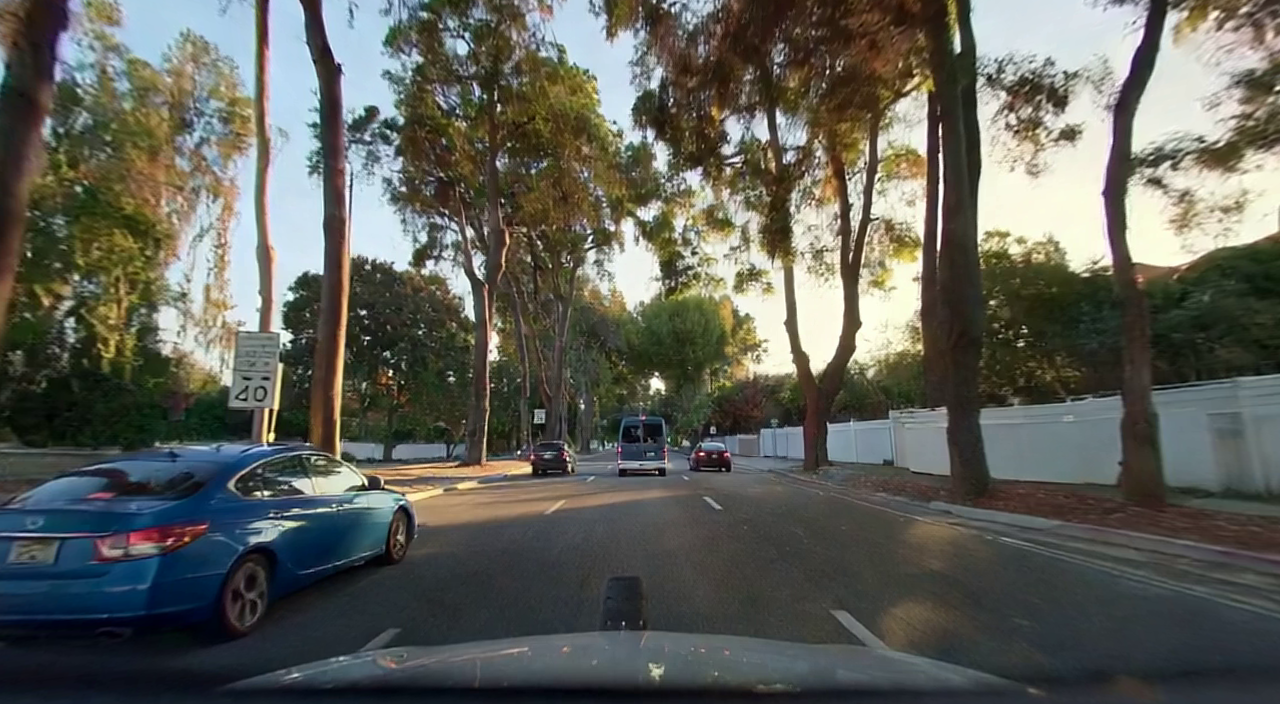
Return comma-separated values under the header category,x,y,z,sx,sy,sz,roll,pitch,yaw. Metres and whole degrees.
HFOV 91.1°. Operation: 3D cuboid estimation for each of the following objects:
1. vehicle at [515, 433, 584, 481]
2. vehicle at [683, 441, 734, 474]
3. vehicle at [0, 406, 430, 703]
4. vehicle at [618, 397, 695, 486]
category,x,y,z,sx,sy,sz,roll,pitch,yaw
vehicle,-3.465,4.101,24.832,2.021,1.715,4.329,0,-8,0
vehicle,3.257,5.076,30.521,1.945,1.469,4.258,0,-8,-1
vehicle,-3.563,1.325,5.152,2.036,1.474,4.647,0,-8,0
vehicle,0.414,3.205,22.507,2.311,2.726,5.814,0,-8,-3
